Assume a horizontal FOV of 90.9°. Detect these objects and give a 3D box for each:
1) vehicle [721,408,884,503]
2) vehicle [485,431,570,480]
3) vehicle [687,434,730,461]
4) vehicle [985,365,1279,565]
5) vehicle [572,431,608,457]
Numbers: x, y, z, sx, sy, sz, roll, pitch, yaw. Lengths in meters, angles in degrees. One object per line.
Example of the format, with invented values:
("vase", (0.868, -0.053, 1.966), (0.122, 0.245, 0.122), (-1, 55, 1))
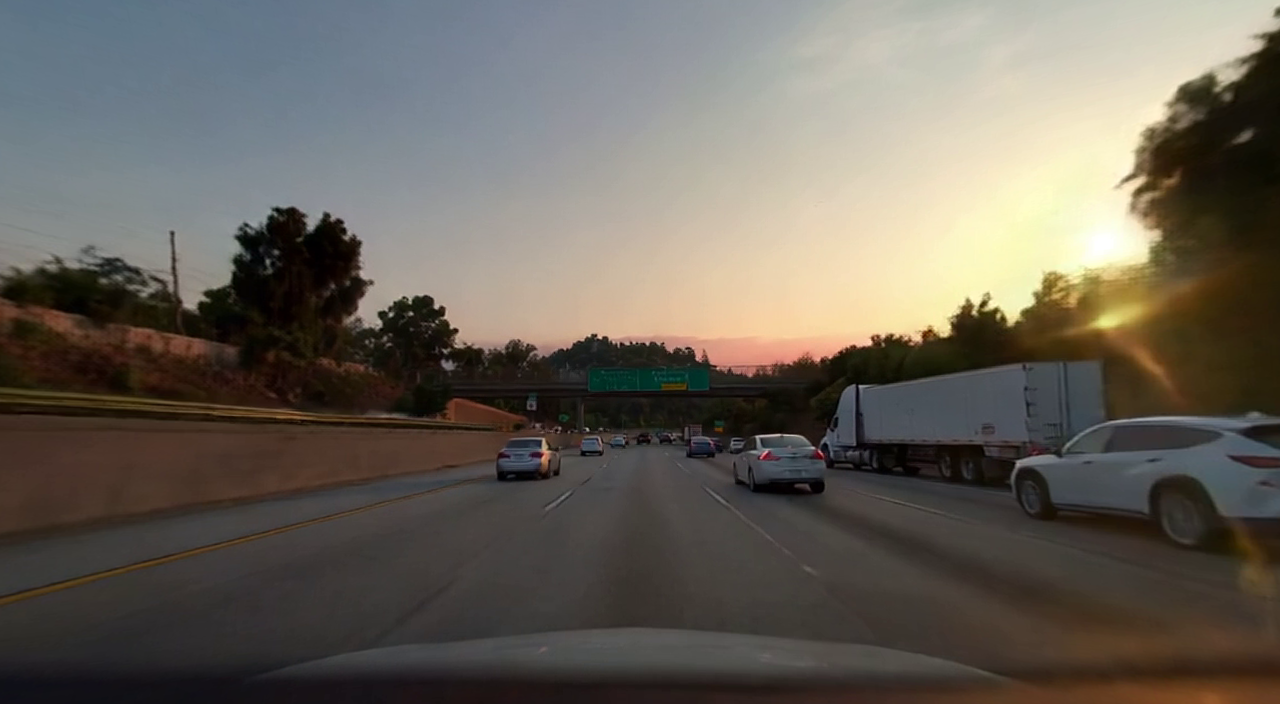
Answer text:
("vehicle", (3.667, 2.512, 15.680), (2.517, 1.935, 5.552), (0, -8, -1))
("vehicle", (-3.591, 3.404, 20.986), (1.978, 1.473, 4.073), (0, -8, 1))
("vehicle", (3.879, 5.494, 36.440), (1.953, 1.480, 4.053), (0, -8, -1))
("vehicle", (7.502, 1.469, 8.661), (2.291, 1.968, 5.662), (0, -8, 0))
("vehicle", (-3.361, 6.285, 43.038), (2.020, 1.628, 4.248), (0, -8, 1))
